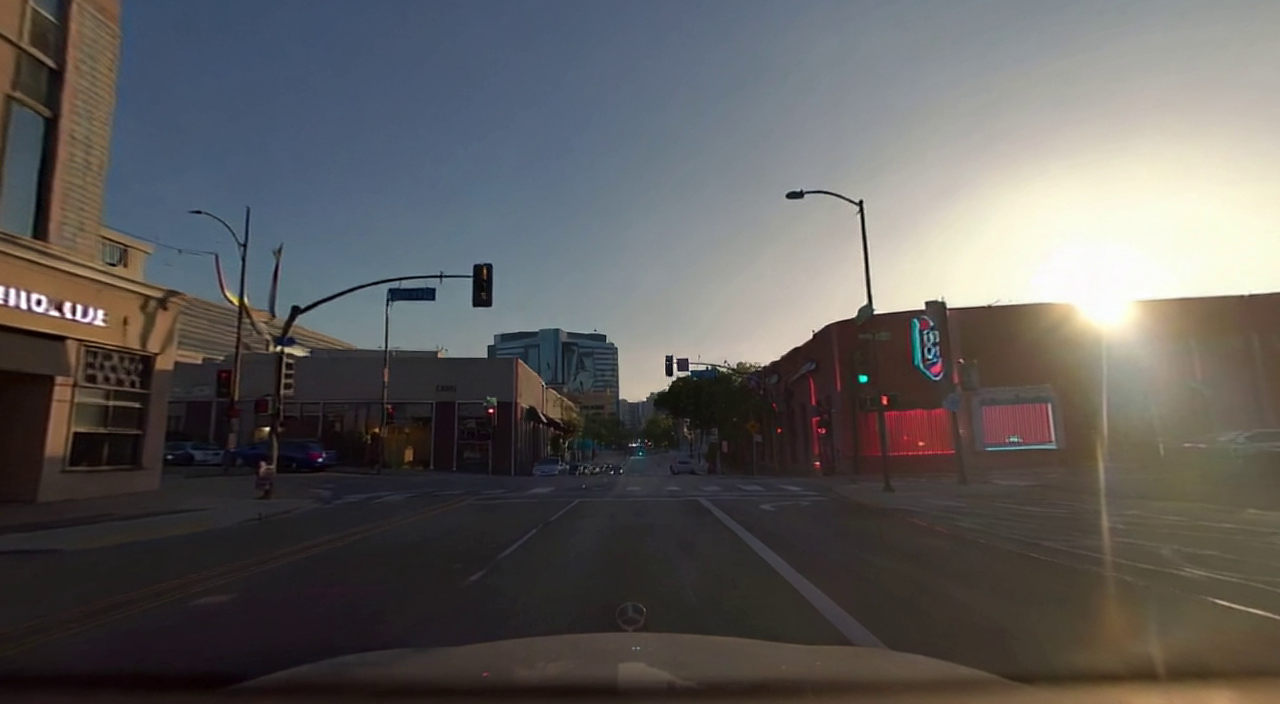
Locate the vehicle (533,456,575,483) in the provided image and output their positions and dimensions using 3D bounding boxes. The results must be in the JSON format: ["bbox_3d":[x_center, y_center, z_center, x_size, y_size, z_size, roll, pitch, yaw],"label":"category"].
[{"bbox_3d":[-5.845,8.026,43.424,2.167,1.643,4.518,-1,-8,2],"label":"vehicle"}]

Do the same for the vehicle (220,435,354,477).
[{"bbox_3d":[-17.651,5.196,31.711,5.376,1.994,2.196,0,-8,1],"label":"vehicle"}]

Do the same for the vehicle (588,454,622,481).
[{"bbox_3d":[-2.355,7.900,43.406,1.981,1.625,4.399,0,-8,1],"label":"vehicle"}]
